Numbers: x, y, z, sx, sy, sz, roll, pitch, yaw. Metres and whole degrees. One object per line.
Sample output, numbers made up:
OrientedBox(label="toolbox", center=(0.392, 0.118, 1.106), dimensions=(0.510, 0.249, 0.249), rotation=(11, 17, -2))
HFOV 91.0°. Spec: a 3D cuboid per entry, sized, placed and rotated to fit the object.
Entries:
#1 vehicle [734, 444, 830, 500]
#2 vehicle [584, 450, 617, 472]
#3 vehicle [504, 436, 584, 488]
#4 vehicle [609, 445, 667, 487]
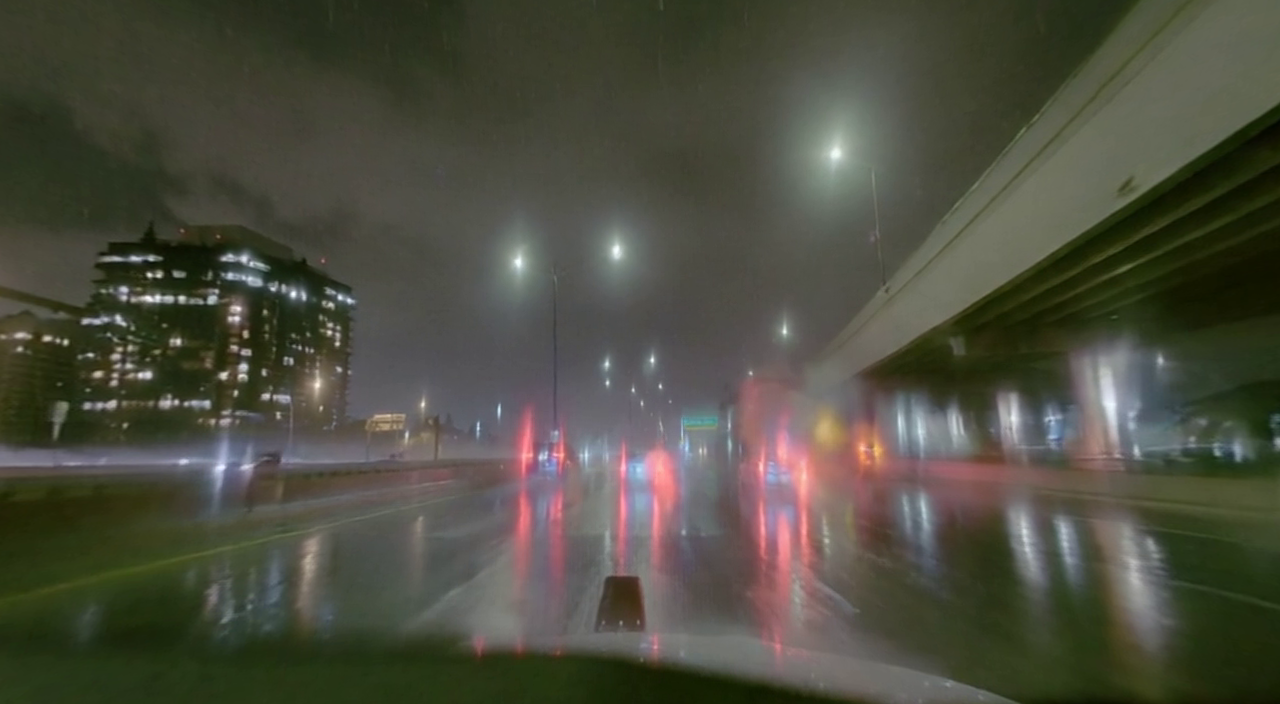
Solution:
OrientedBox(label="vehicle", center=(4.164, 3.582, 19.193), dimensions=(1.974, 1.490, 3.994), rotation=(0, -9, 0))
OrientedBox(label="vehicle", center=(-2.790, 7.775, 44.979), dimensions=(1.868, 1.431, 4.055), rotation=(0, -9, 3))
OrientedBox(label="vehicle", center=(-3.640, 4.269, 24.828), dimensions=(2.142, 1.819, 4.648), rotation=(0, -9, 3))
OrientedBox(label="vehicle", center=(-0.015, 4.415, 24.713), dimensions=(2.089, 1.493, 3.964), rotation=(0, -8, 1))
